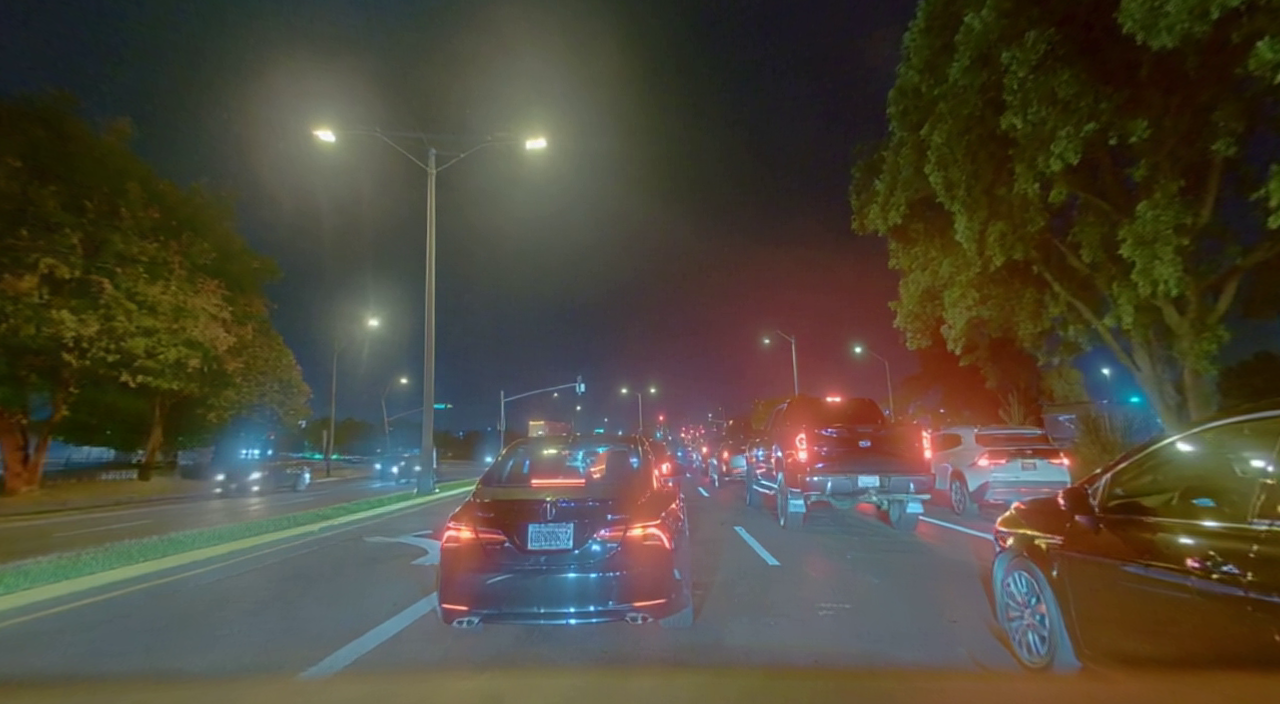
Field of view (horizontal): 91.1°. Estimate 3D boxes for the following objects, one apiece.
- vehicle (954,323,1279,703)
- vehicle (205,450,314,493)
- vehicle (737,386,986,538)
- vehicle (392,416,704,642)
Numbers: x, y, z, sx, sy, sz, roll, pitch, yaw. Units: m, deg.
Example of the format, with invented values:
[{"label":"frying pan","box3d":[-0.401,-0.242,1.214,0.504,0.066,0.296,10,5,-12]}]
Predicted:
[{"label":"vehicle","box3d":[3.167,0.757,2.074,1.982,1.709,4.427,0,-9,1]},{"label":"vehicle","box3d":[-16.165,5.074,26.997,2.000,1.656,4.160,0,-8,1]},{"label":"vehicle","box3d":[3.533,1.956,11.687,2.444,2.098,5.766,0,-9,-1]},{"label":"vehicle","box3d":[-0.565,1.500,6.328,2.111,1.506,4.018,0,-8,2]}]
